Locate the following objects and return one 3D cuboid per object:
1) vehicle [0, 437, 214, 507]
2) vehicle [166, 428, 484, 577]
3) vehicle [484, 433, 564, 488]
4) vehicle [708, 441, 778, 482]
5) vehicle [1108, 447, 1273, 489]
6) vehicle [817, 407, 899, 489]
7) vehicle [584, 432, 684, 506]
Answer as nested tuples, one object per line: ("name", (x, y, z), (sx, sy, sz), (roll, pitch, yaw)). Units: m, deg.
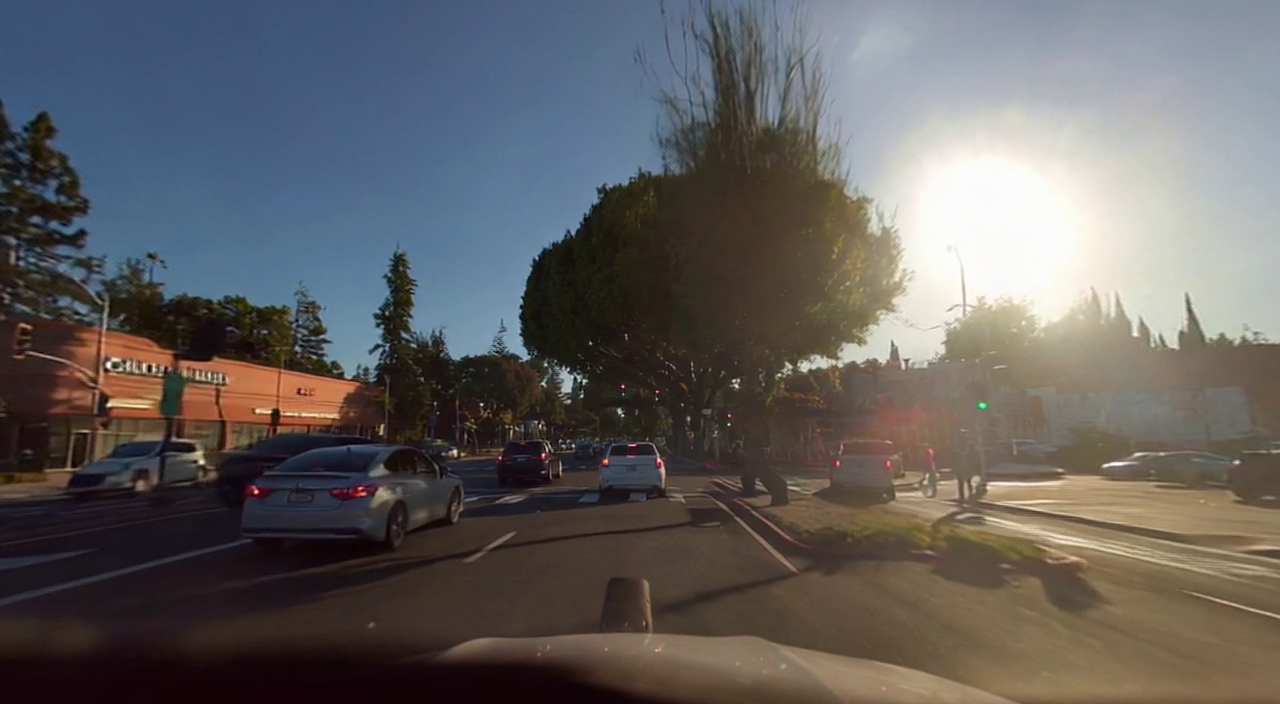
("vehicle", (-16.230, 3.574, 19.448), (2.237, 1.840, 5.567), (0, -8, 0))
("vehicle", (-3.784, 1.871, 8.797), (1.992, 1.493, 4.688), (0, -8, 0))
("vehicle", (-3.859, 3.687, 21.734), (1.983, 1.685, 3.997), (0, -8, 0))
("vehicle", (4.045, 4.365, 25.520), (1.979, 1.485, 4.207), (0, -8, -2))
("vehicle", (22.509, 4.698, 25.973), (1.993, 1.517, 4.601), (5, -10, -30))
("vehicle", (9.494, 4.187, 27.688), (2.613, 3.281, 2.673), (3, -8, -1))
("vehicle", (-0.143, 2.802, 15.507), (2.121, 1.563, 4.031), (0, -8, 0))
